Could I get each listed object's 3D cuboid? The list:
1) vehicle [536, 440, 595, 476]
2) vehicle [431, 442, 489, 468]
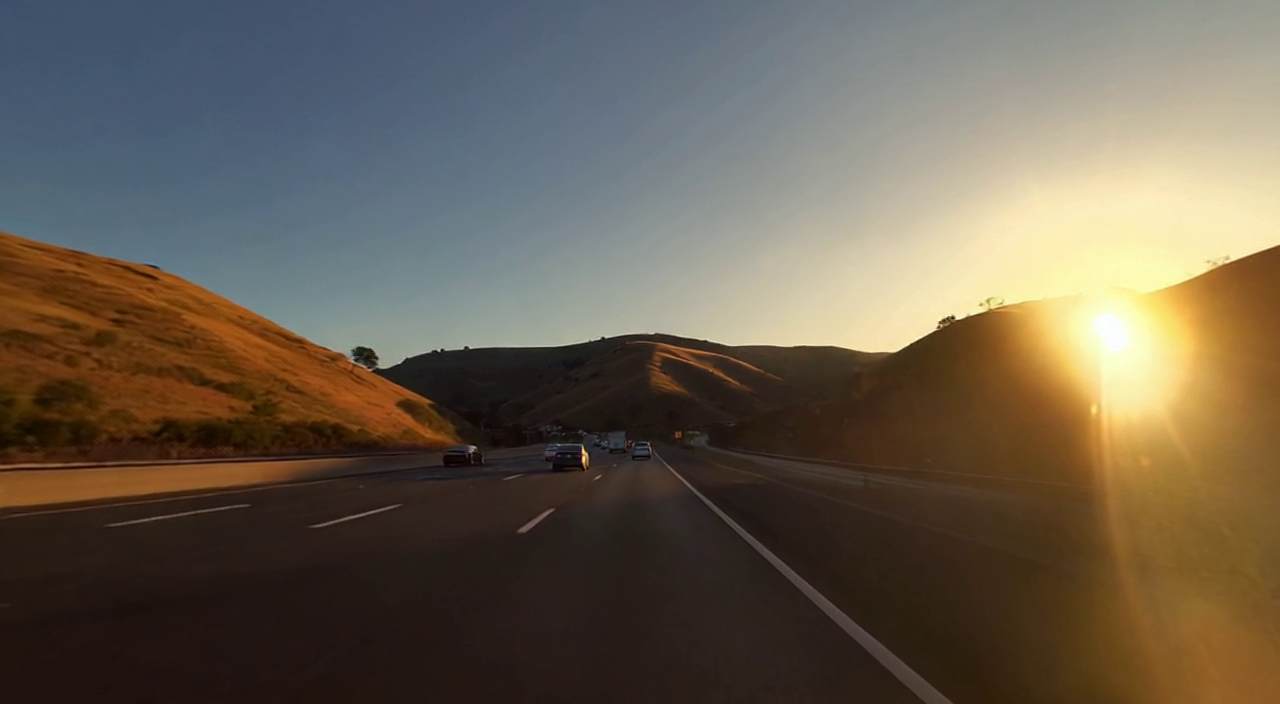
[{"bbox_3d":[-3.392,4.921,29.609,2.080,1.505,4.649,-1,-8,1],"label":"vehicle"},{"bbox_3d":[-10.717,6.164,38.006,1.945,1.466,4.947,0,-8,1],"label":"vehicle"}]
